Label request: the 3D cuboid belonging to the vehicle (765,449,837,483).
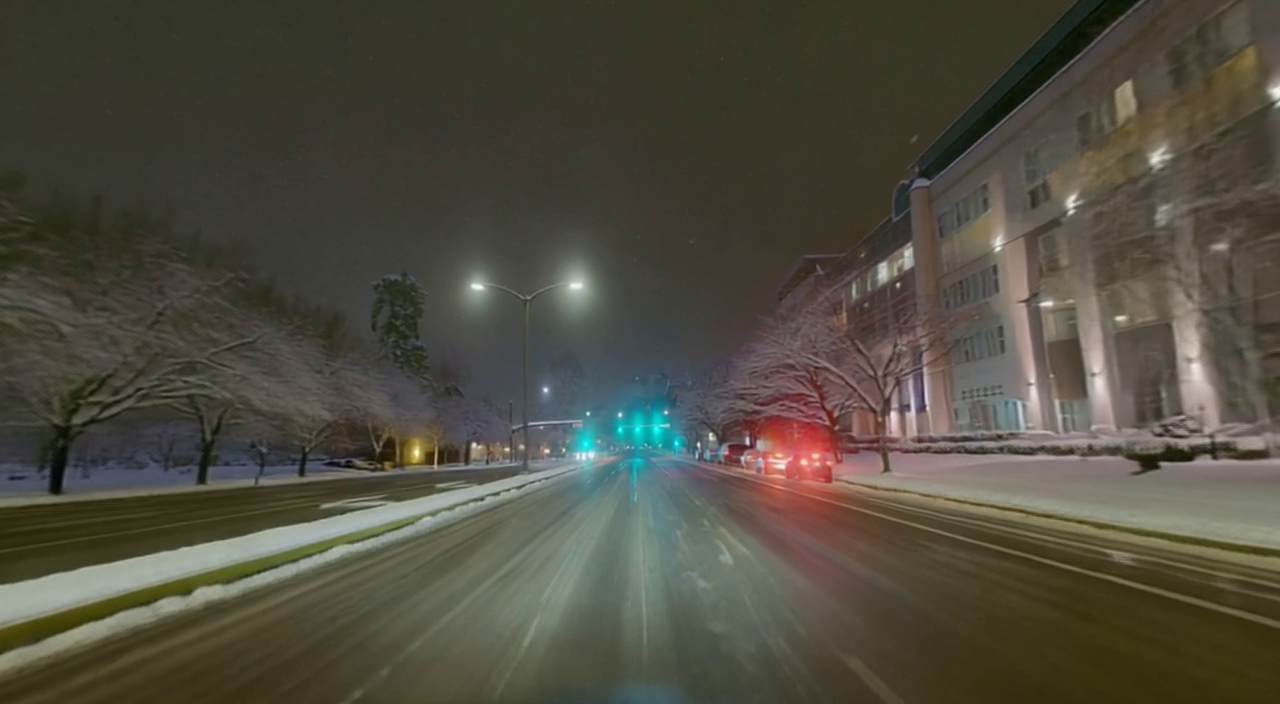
[{"bbox_3d":[7.575,5.400,30.214,2.066,1.451,4.783,0,-9,-2],"label":"vehicle"}]
